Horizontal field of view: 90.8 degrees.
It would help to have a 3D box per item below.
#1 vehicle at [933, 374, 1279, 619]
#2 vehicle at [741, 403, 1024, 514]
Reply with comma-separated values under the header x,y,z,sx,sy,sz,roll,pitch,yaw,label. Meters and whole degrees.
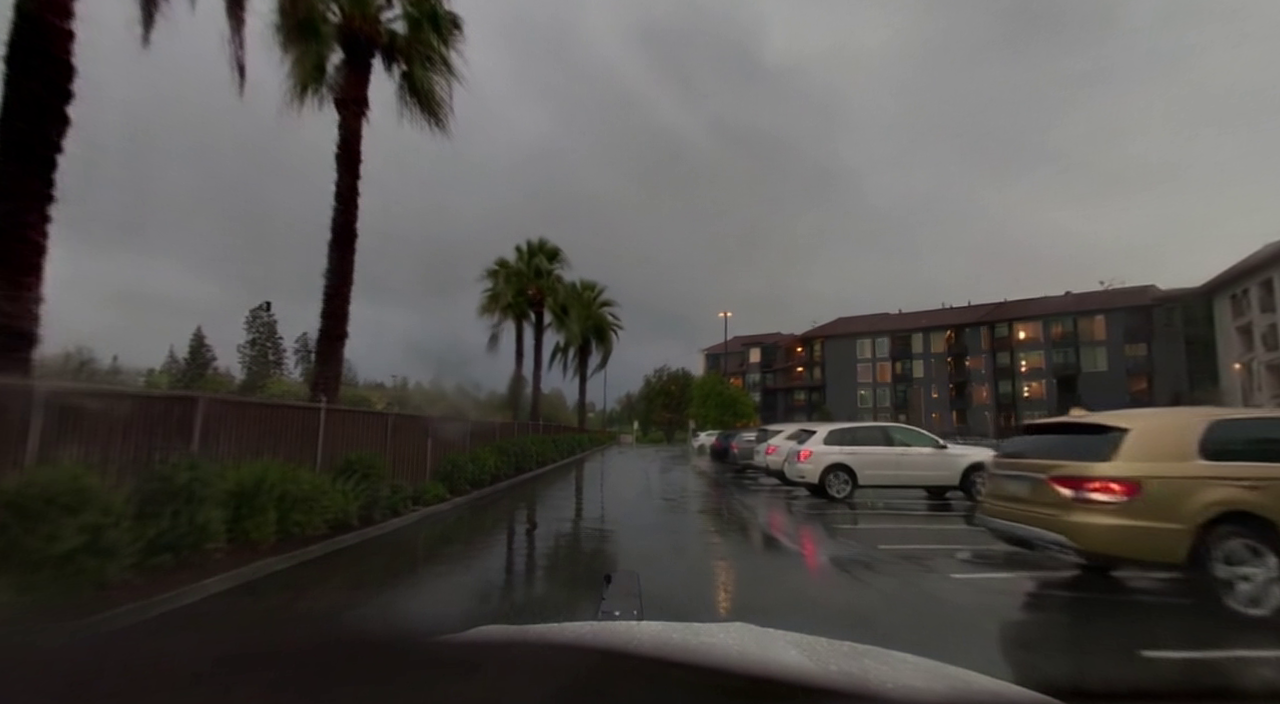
x,y,z,sx,sy,sz,roll,pitch,yaw,label
5.985,1.240,5.998,5.381,1.826,2.047,0,-8,-3,vehicle
5.320,2.372,14.558,5.639,2.033,2.172,2,-7,4,vehicle
